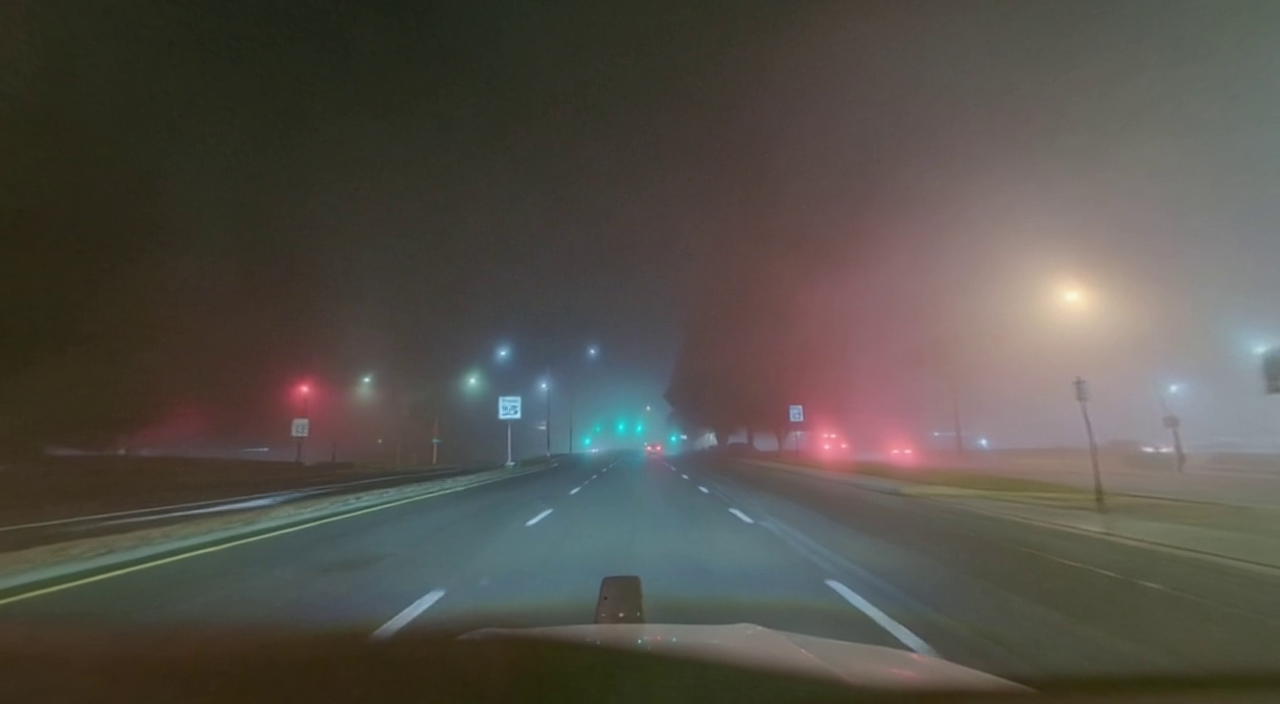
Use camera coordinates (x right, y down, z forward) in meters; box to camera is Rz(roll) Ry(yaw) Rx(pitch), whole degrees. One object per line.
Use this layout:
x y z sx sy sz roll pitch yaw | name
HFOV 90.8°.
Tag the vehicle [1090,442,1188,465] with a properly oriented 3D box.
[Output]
33.880 6.877 43.022 1.918 1.430 4.904 8 -11 -42 | vehicle
